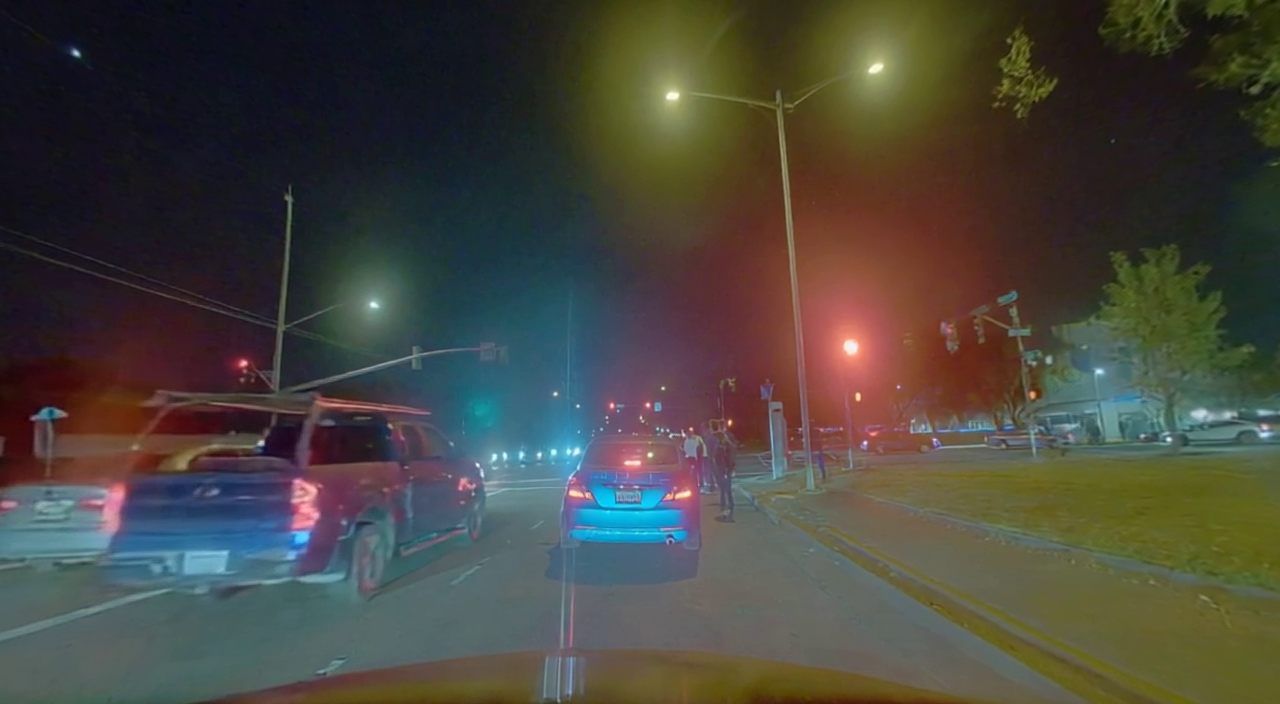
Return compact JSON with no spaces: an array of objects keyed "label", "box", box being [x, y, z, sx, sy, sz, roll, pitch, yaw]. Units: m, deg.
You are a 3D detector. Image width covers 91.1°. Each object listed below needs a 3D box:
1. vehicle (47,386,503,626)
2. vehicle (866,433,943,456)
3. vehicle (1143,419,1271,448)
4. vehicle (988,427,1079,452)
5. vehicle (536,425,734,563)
[{"label":"vehicle","box":[-3.380,1.555,7.406,2.223,1.826,4.990,0,-9,2]},{"label":"vehicle","box":[17.496,6.127,41.572,4.441,1.452,1.798,-5,-10,30]},{"label":"vehicle","box":[30.631,4.460,34.122,4.739,1.472,1.804,-5,-10,29]},{"label":"vehicle","box":[23.824,5.328,38.152,4.454,1.440,1.816,-5,-10,30]},{"label":"vehicle","box":[-0.040,1.887,9.077,2.182,1.501,4.150,0,-9,0]}]
